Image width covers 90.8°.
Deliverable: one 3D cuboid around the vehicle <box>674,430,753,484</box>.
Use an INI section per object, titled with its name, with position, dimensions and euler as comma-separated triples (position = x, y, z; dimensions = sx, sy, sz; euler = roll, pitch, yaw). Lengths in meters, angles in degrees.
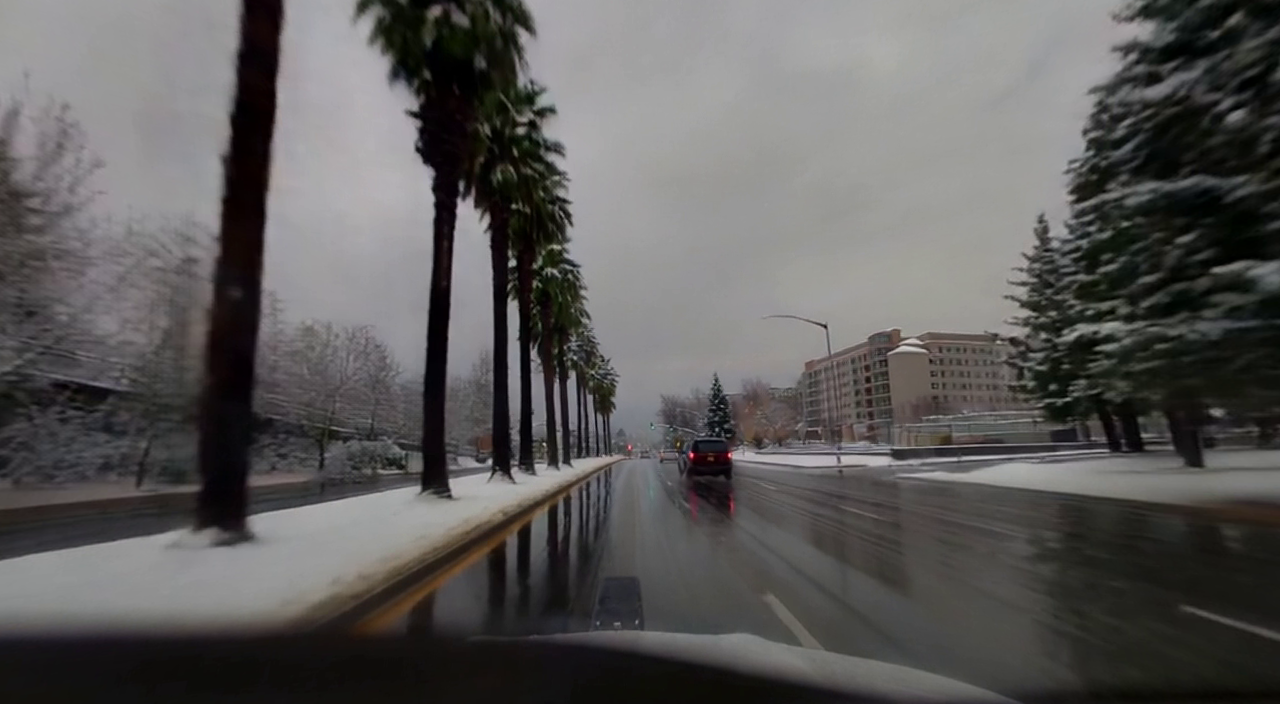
[vehicle]
position = 2.906, 4.360, 26.553
dimensions = 2.559, 2.017, 5.562
euler = 0, -9, -1
